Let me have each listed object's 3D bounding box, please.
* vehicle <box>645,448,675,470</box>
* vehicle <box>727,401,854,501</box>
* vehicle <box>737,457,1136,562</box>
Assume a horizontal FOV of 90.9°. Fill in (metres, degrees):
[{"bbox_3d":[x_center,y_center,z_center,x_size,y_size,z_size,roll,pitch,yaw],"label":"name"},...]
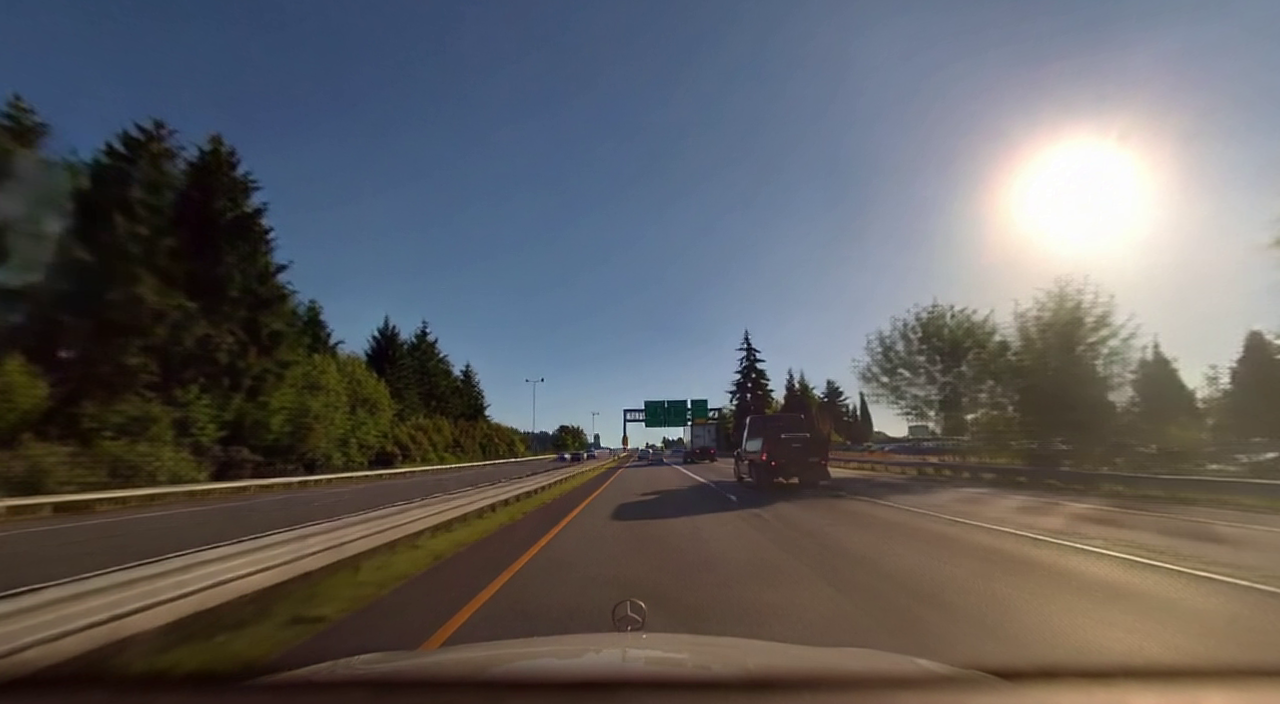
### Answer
[{"bbox_3d":[1.428,7.599,44.999,2.049,1.500,3.790,0,-9,1],"label":"vehicle"},{"bbox_3d":[4.634,3.231,20.727,2.569,2.783,5.984,0,-9,-1],"label":"vehicle"},{"bbox_3d":[4.670,3.037,14.339,2.472,1.036,13.239,-2,-9,-2],"label":"vehicle"}]
